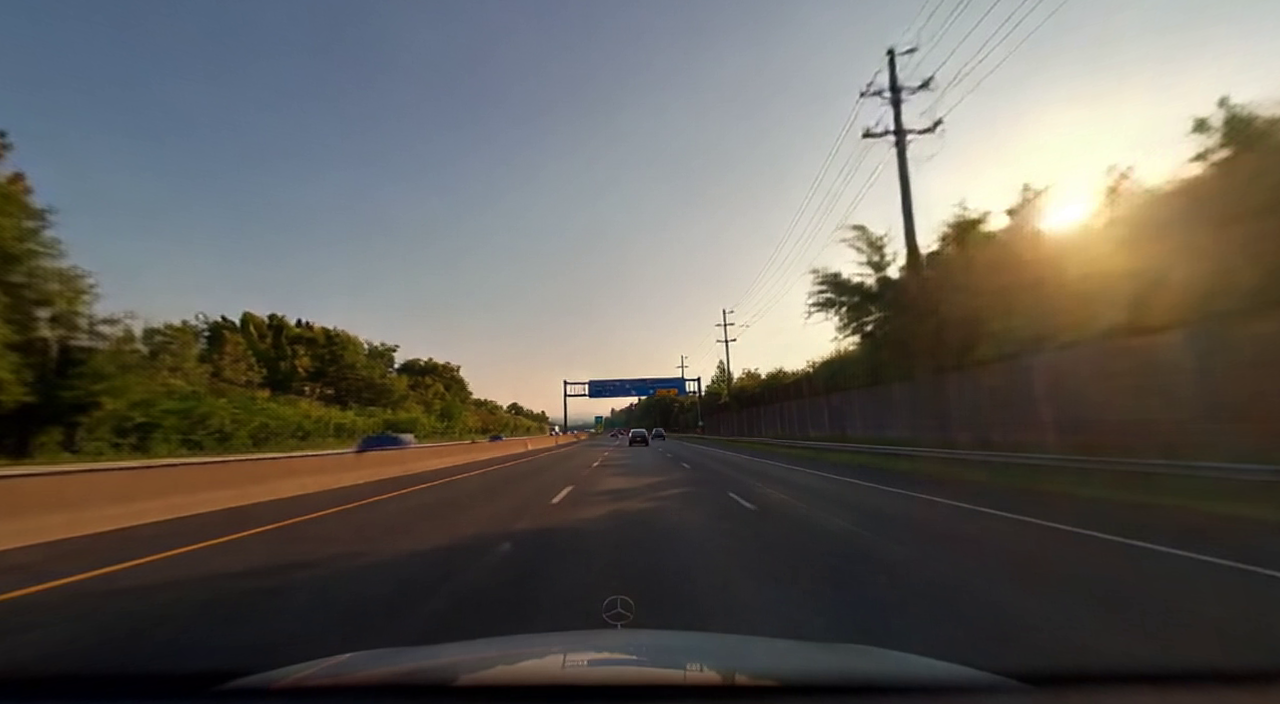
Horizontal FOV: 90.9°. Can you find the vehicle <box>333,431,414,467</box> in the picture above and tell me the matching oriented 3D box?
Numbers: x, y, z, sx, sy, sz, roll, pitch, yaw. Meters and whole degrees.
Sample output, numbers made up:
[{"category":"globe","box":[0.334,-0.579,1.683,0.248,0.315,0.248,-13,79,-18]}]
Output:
[{"category":"vehicle","box":[-12.533,4.563,29.983,1.907,1.549,4.603,0,-8,0]}]
